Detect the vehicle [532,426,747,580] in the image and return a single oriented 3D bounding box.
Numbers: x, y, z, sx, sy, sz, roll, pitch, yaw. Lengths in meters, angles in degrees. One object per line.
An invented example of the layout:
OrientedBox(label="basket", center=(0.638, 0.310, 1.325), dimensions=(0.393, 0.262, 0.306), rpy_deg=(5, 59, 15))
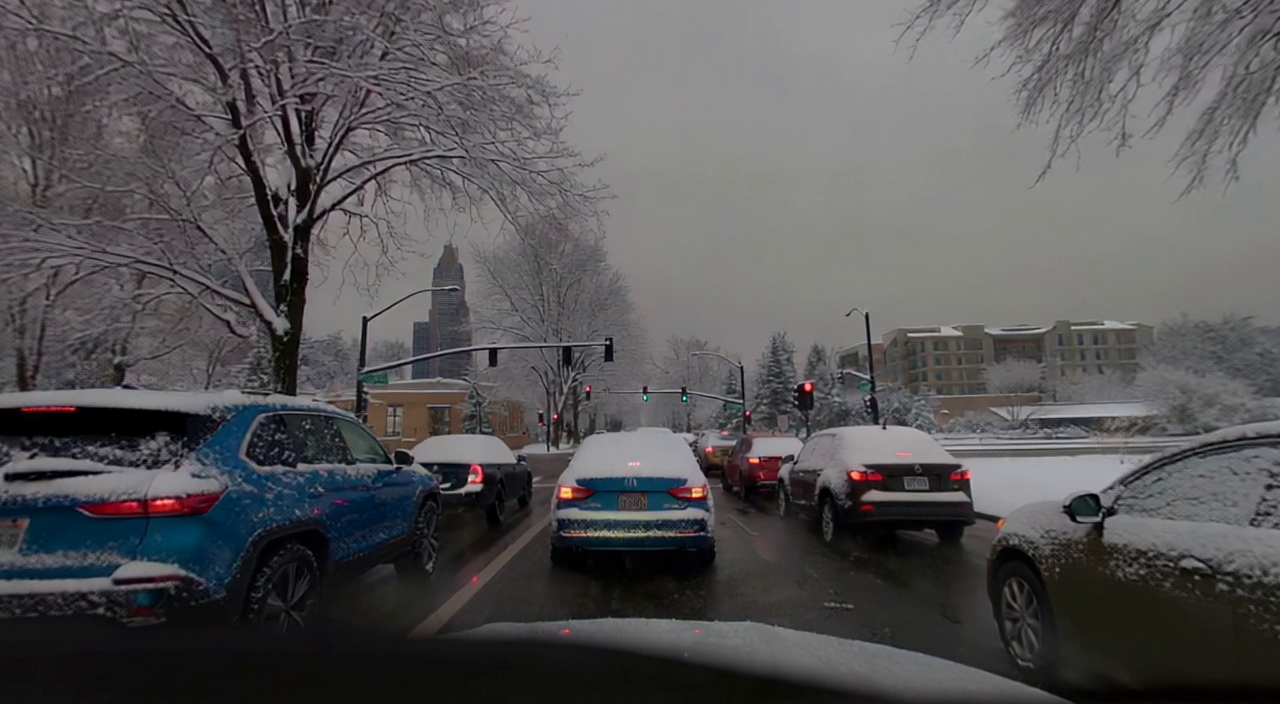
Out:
OrientedBox(label="vehicle", center=(-0.032, 1.802, 8.332), dimensions=(2.147, 1.507, 3.953), rpy_deg=(0, -9, -1))

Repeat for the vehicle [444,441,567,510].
OrientedBox(label="vehicle", center=(-3.063, 2.906, 15.322), dimensions=(1.975, 1.420, 4.196), rpy_deg=(-1, -9, 1))

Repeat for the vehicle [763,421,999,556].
OrientedBox(label="vehicle", center=(3.410, 2.018, 10.037), dimensions=(2.040, 1.647, 4.379), rpy_deg=(0, -9, 0))

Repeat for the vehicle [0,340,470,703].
OrientedBox(label="vehicle", center=(-3.146, 1.164, 5.065), dimensions=(2.168, 1.750, 4.625), rpy_deg=(-1, -9, 1))

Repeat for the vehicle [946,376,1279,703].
OrientedBox(label="vehicle", center=(3.320, 0.960, 2.825), dimensions=(1.899, 1.588, 3.888), rpy_deg=(0, -8, 0))
